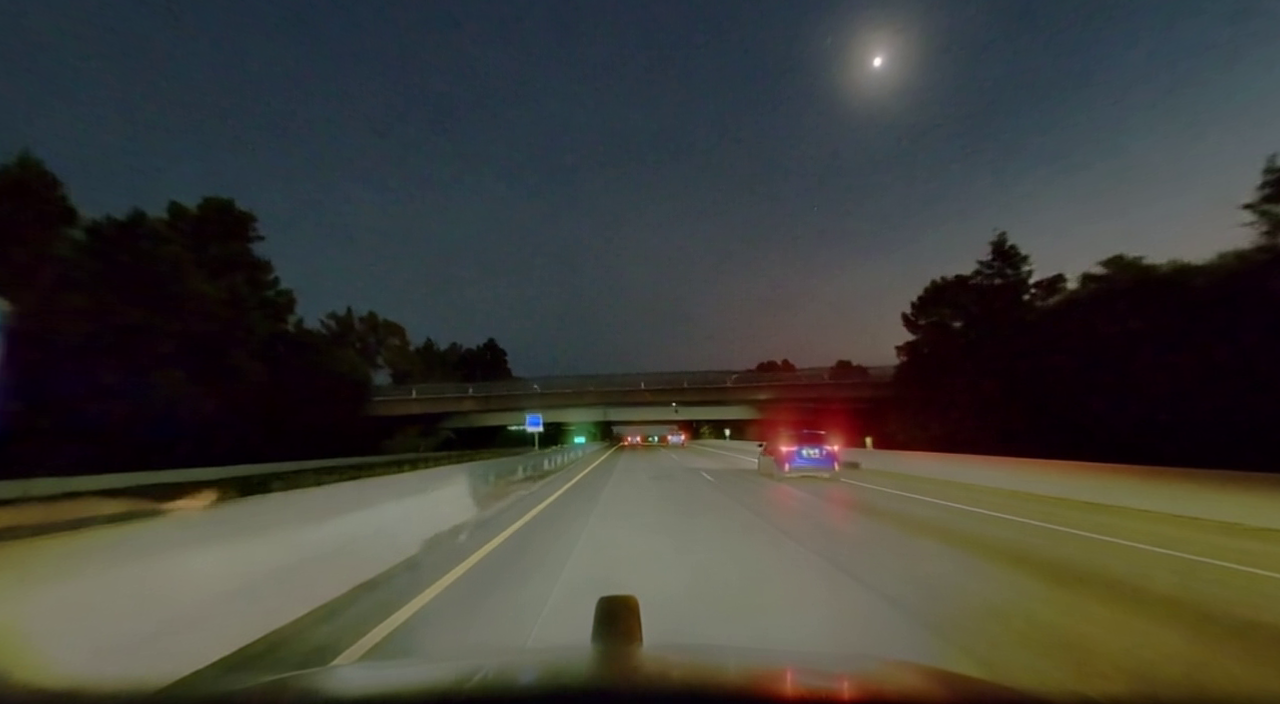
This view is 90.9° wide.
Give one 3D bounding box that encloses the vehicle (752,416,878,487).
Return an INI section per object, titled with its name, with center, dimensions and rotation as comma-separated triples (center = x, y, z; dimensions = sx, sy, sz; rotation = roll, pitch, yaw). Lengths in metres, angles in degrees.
[vehicle]
center = 4.466, 2.611, 16.805
dimensions = 2.073, 1.651, 4.065
rotation = 0, -8, -2
